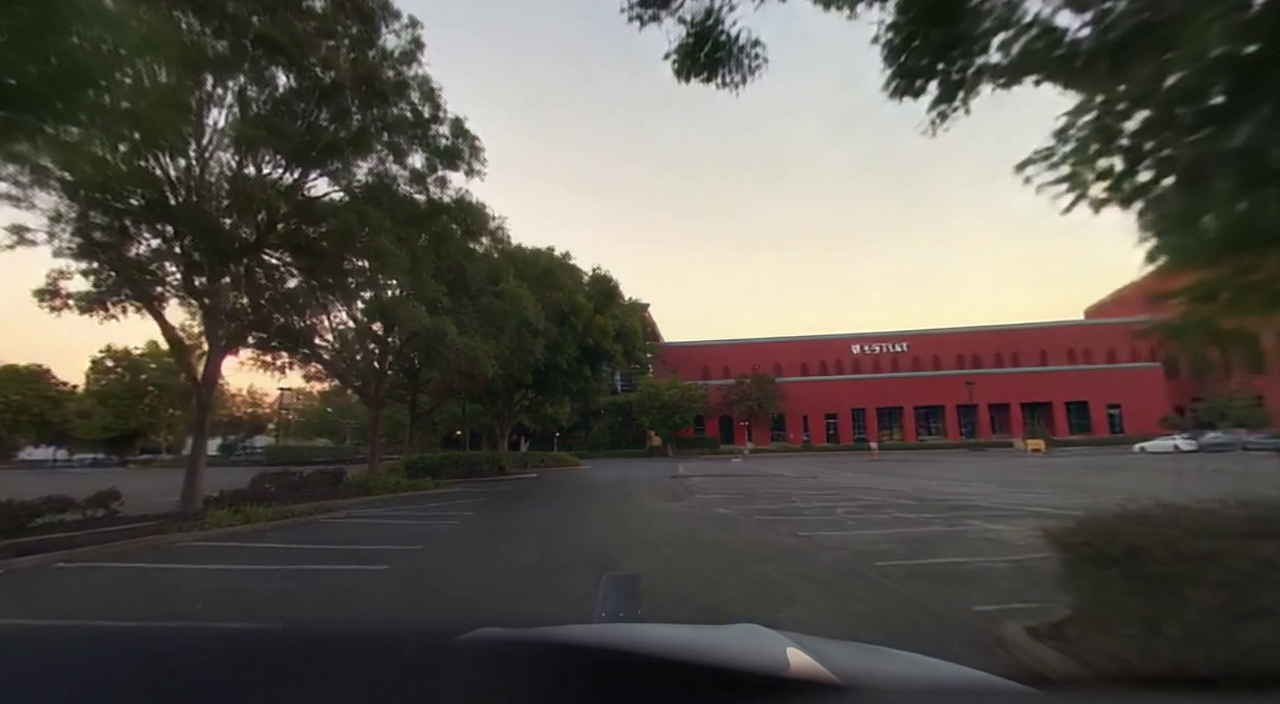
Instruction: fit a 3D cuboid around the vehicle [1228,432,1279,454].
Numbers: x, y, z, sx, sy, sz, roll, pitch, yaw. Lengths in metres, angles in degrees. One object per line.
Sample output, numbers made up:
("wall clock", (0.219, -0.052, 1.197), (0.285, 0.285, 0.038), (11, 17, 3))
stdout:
("vehicle", (44.683, 6.436, 44.756), (4.206, 1.526, 1.886), (0, -8, -3))
